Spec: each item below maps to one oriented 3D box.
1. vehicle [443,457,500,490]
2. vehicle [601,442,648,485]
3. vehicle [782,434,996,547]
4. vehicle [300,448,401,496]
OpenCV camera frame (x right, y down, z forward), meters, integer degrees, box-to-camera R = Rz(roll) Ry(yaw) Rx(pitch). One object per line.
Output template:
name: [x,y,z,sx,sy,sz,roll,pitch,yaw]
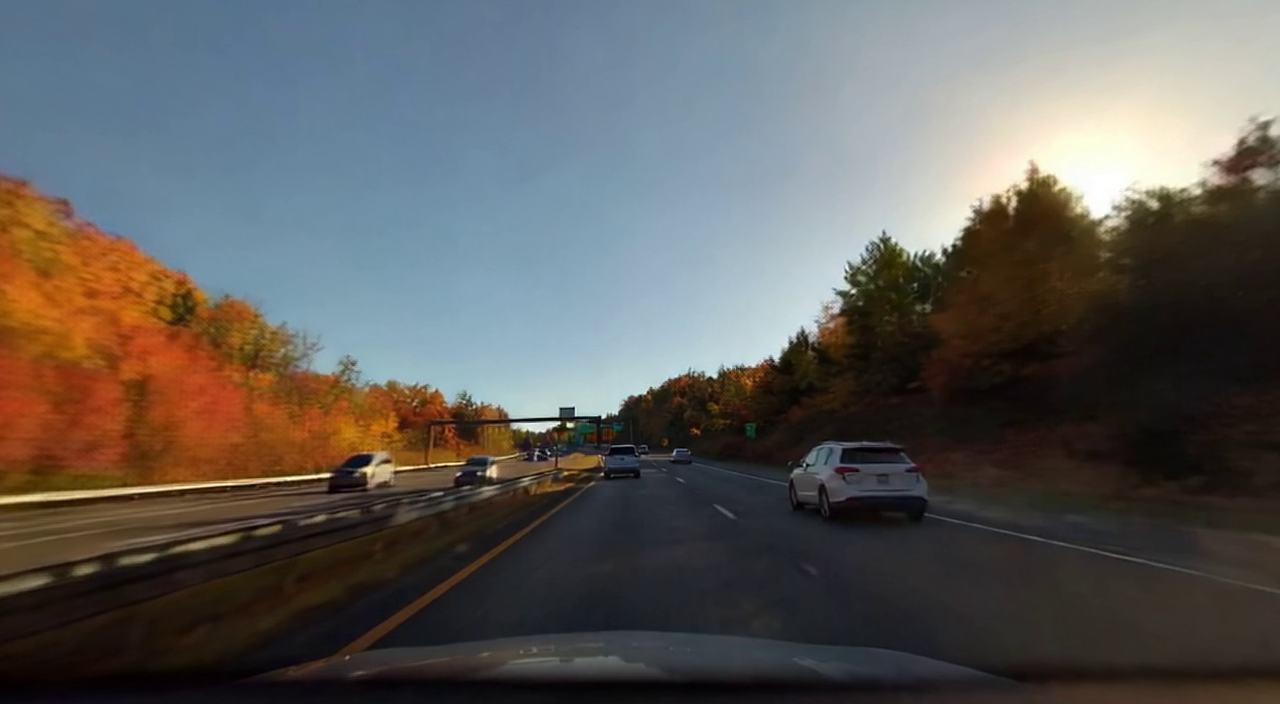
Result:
vehicle: [-8.729,6.286,32.813,1.801,1.528,4.211,-1,-9,0]
vehicle: [-0.631,4.883,27.739,1.937,1.699,3.936,0,-9,0]
vehicle: [3.911,2.235,10.817,1.843,1.505,4.339,0,-9,-1]
vehicle: [-13.331,5.513,29.278,2.175,1.987,5.275,-1,-9,0]
